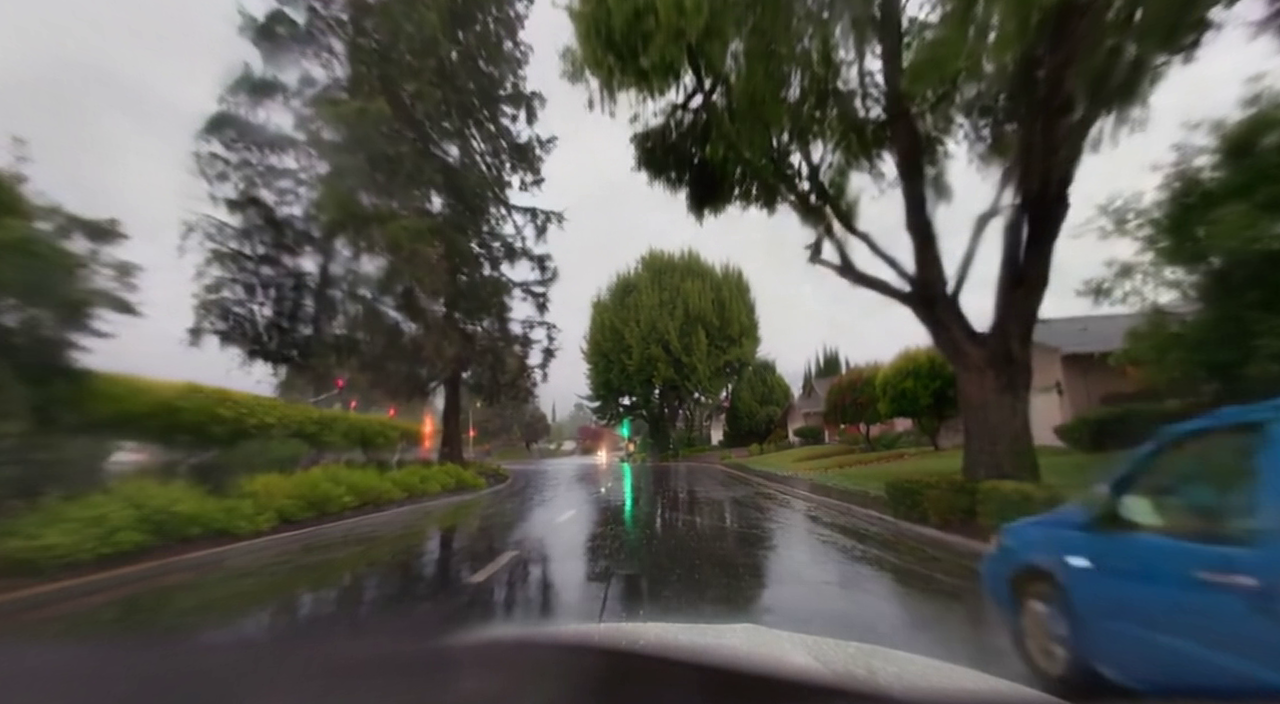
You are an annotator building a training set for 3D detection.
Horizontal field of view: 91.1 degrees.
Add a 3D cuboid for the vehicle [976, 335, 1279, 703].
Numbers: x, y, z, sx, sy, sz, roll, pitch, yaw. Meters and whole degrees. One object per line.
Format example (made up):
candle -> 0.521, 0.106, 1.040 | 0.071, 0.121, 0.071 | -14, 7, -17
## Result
vehicle -> 3.719, 0.835, 2.318 | 2.323, 1.849, 4.691 | 0, -8, 0
